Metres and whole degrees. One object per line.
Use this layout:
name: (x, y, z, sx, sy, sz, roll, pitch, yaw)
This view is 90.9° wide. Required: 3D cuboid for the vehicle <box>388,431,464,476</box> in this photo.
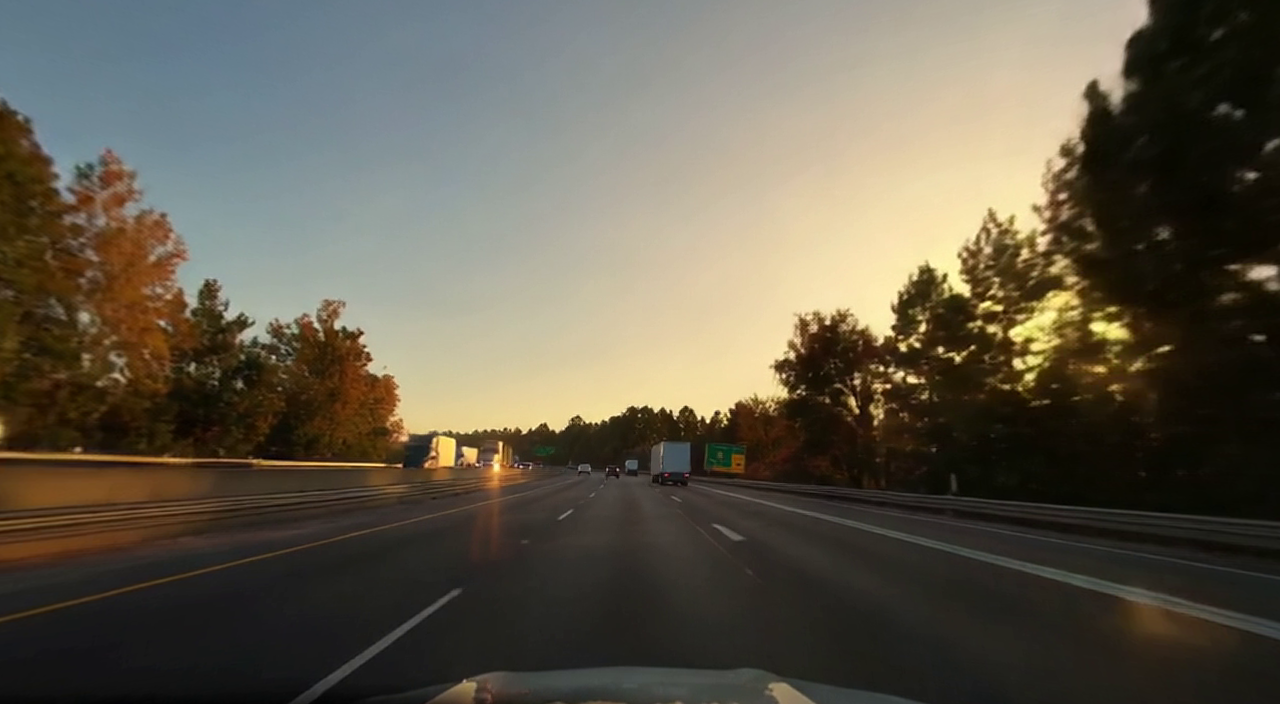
vehicle: (-12.345, 6.044, 36.919, 2.336, 2.353, 6.170, 1, -11, -1)
